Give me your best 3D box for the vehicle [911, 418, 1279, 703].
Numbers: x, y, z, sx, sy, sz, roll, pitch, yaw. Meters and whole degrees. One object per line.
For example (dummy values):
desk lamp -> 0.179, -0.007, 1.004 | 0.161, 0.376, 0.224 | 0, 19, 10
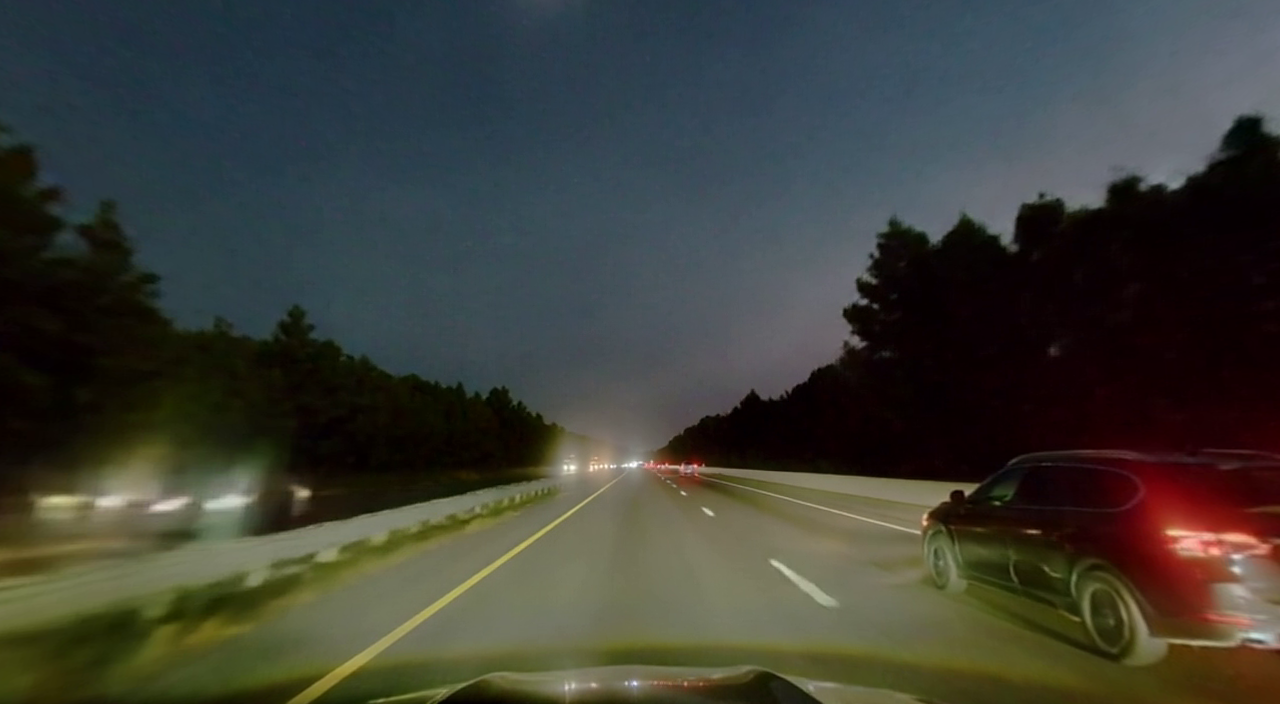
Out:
vehicle -> 3.684, 1.355, 4.374 | 1.825, 1.494, 3.959 | 1, -10, 0

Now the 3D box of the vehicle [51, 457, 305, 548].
vehicle -> -8.674, 2.837, 12.379 | 1.924, 1.440, 3.945 | 1, -10, 0
